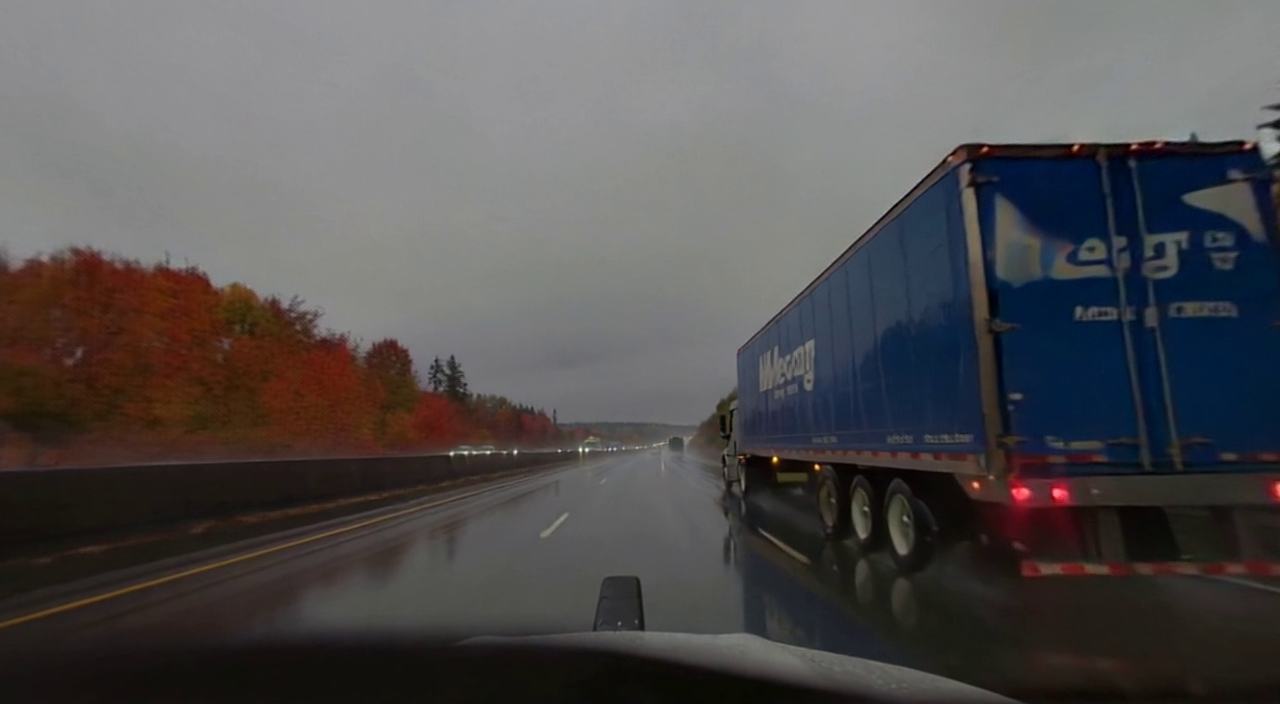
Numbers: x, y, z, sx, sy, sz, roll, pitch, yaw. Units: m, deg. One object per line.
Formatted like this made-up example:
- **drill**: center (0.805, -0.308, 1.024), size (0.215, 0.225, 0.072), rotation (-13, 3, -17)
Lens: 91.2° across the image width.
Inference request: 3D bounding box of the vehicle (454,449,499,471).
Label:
- **vehicle**: center (-11.522, 7.610, 44.365), size (1.911, 1.494, 4.303), rotation (-1, -9, 2)

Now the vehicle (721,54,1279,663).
- **vehicle**: center (4.105, 1.179, 12.261), size (3.003, 3.880, 16.814), rotation (0, -9, 1)

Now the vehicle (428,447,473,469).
- **vehicle**: center (-14.880, 8.297, 49.359), size (2.075, 1.608, 4.299), rotation (-1, -9, 2)
